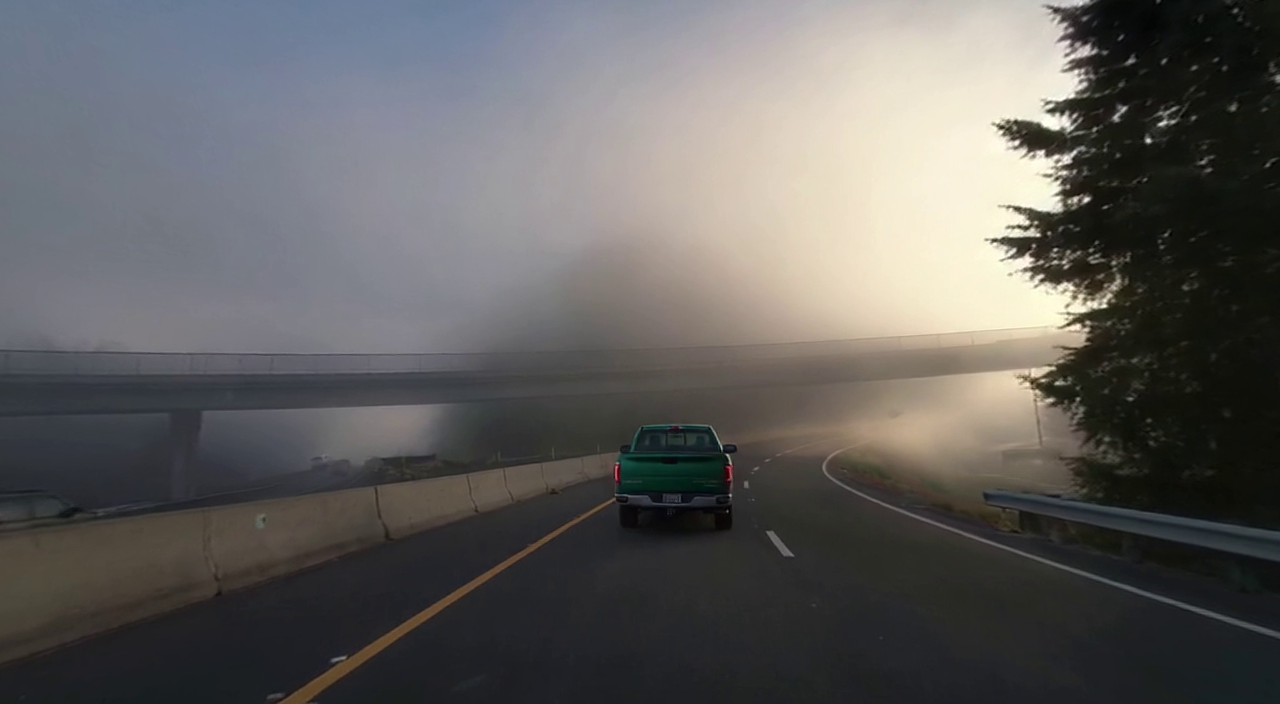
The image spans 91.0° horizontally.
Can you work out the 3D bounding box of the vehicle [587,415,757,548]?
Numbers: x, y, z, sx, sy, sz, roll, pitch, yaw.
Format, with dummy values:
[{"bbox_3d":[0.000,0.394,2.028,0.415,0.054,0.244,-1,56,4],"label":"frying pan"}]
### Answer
[{"bbox_3d":[0.595,2.030,10.562,2.235,1.716,4.435,-1,-9,5],"label":"vehicle"}]
